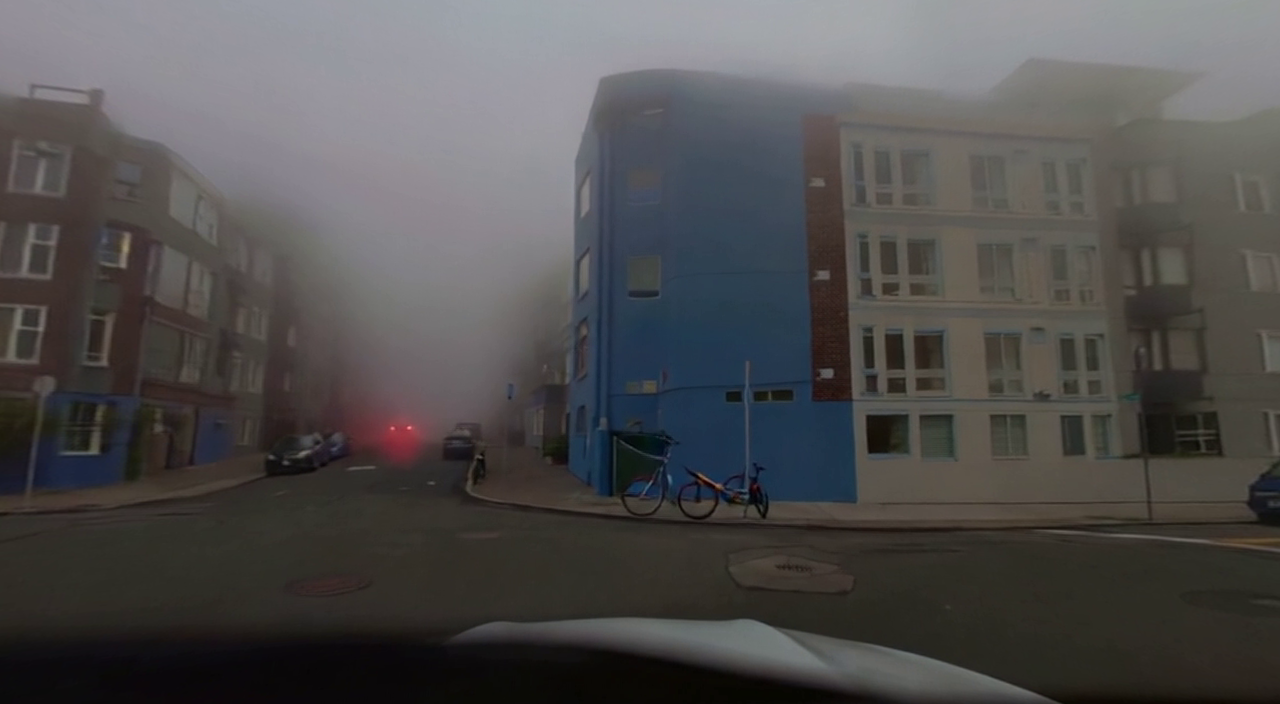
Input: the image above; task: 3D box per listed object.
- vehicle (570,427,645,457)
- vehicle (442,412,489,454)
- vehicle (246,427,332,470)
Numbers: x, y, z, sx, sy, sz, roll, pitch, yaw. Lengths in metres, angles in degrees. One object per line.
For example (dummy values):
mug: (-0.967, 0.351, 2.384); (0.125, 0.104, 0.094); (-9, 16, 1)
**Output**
vehicle: (-1.608, 4.415, 30.945); (3.404, 1.431, 1.641); (2, -8, -17)
vehicle: (-9.456, 4.388, 33.876); (2.072, 2.074, 4.358); (3, -8, -19)
vehicle: (-12.886, 3.554, 23.338); (1.897, 1.431, 3.741); (2, -8, -16)
